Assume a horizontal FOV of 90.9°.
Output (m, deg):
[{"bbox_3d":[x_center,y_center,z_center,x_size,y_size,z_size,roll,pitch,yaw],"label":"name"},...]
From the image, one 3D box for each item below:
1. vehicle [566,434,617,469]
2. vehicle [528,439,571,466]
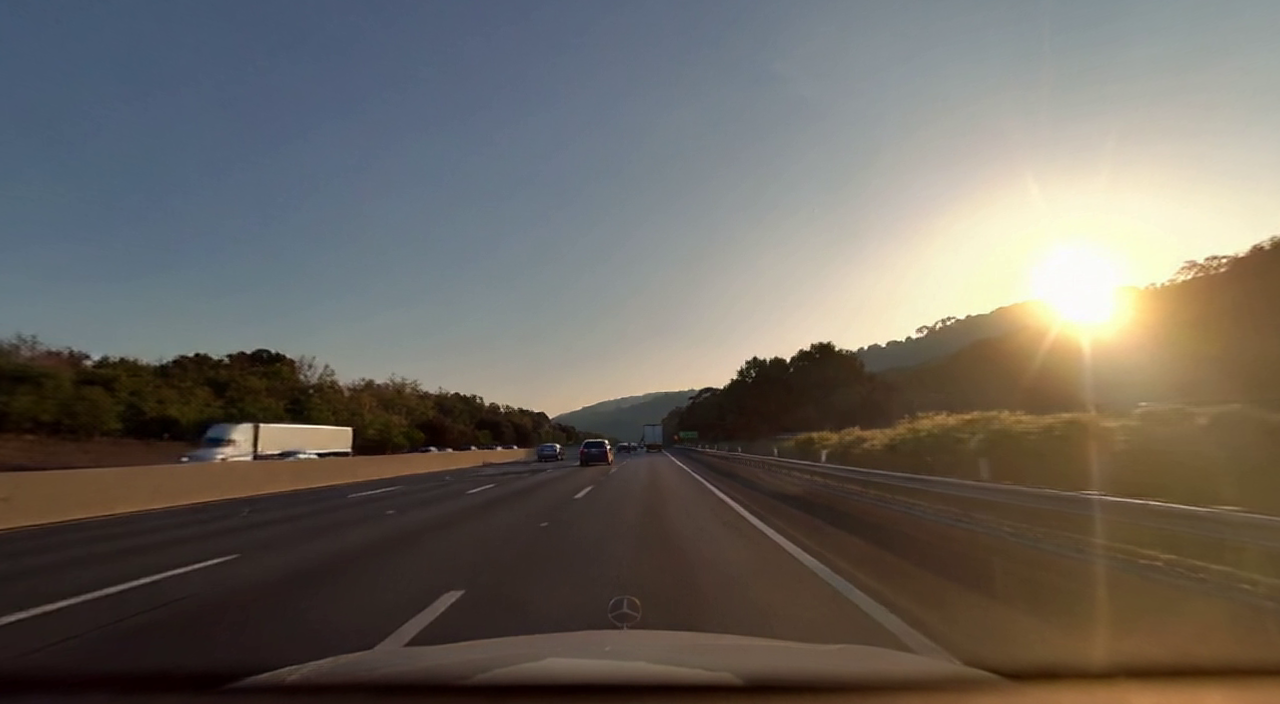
[{"bbox_3d":[-2.618,5.497,35.076,2.283,1.802,4.810,0,-8,2],"label":"vehicle"},{"bbox_3d":[-5.983,6.693,42.097,2.062,1.691,4.278,0,-8,2],"label":"vehicle"}]
